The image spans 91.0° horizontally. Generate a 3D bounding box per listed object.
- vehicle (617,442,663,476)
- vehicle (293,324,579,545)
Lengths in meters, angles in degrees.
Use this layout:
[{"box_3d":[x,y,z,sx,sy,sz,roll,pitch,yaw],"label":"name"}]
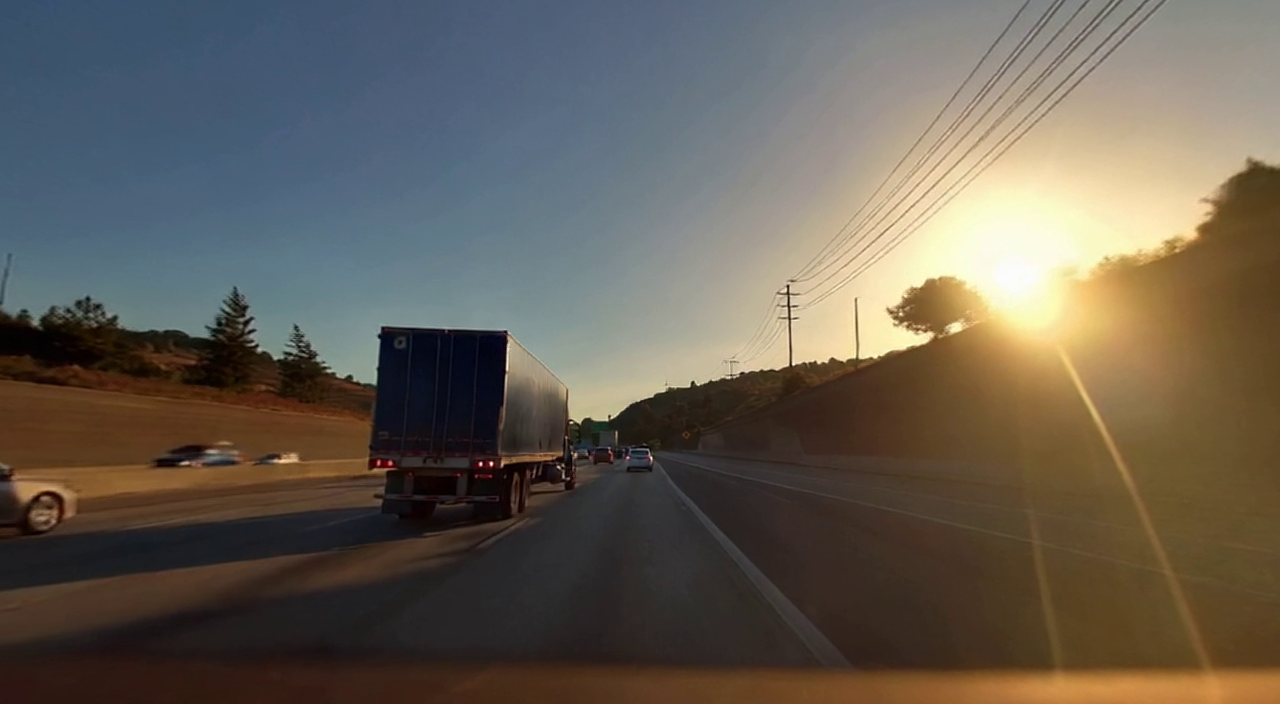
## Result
[{"box_3d":[0.004,5.473,32.347,2.178,1.640,4.071,0,-9,0],"label":"vehicle"},{"box_3d":[-3.422,1.878,13.866,3.023,3.246,9.102,0,-9,2],"label":"vehicle"}]
